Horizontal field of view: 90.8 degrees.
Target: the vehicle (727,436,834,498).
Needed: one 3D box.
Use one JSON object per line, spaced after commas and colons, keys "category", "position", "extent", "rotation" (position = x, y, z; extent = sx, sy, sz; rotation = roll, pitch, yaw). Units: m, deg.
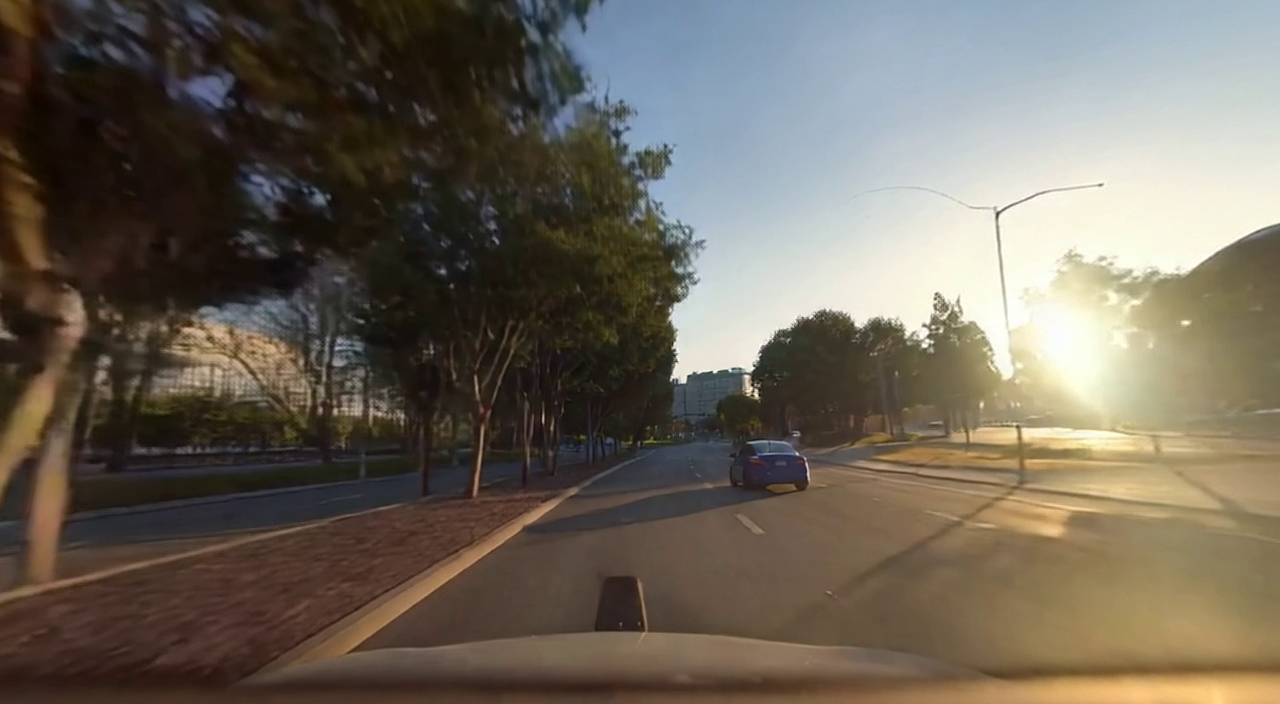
{"category": "vehicle", "position": [3.722, 3.123, 17.615], "extent": [1.928, 1.481, 4.453], "rotation": [0, -8, 0]}
